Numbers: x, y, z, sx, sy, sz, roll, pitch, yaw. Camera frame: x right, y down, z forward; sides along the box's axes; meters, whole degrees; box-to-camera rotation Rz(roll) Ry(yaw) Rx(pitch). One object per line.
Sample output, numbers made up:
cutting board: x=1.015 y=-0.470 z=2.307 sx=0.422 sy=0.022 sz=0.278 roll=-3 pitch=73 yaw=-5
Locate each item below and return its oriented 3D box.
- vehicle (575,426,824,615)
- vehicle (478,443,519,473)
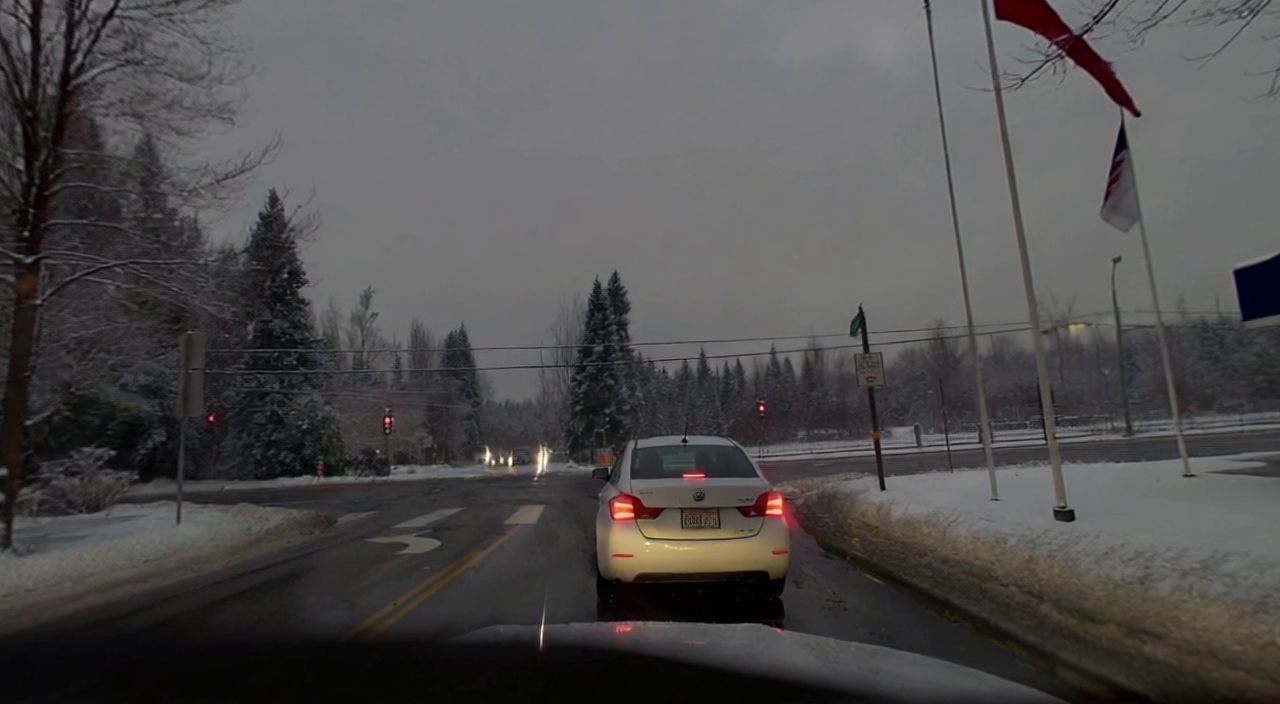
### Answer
vehicle: x=0.383 y=1.619 z=6.892 sx=1.985 sy=1.463 sz=3.647 roll=0 pitch=-9 yaw=-3
vehicle: x=-10.007 y=7.513 z=44.878 sx=2.212 sy=1.948 sz=4.537 roll=0 pitch=-9 yaw=-6
